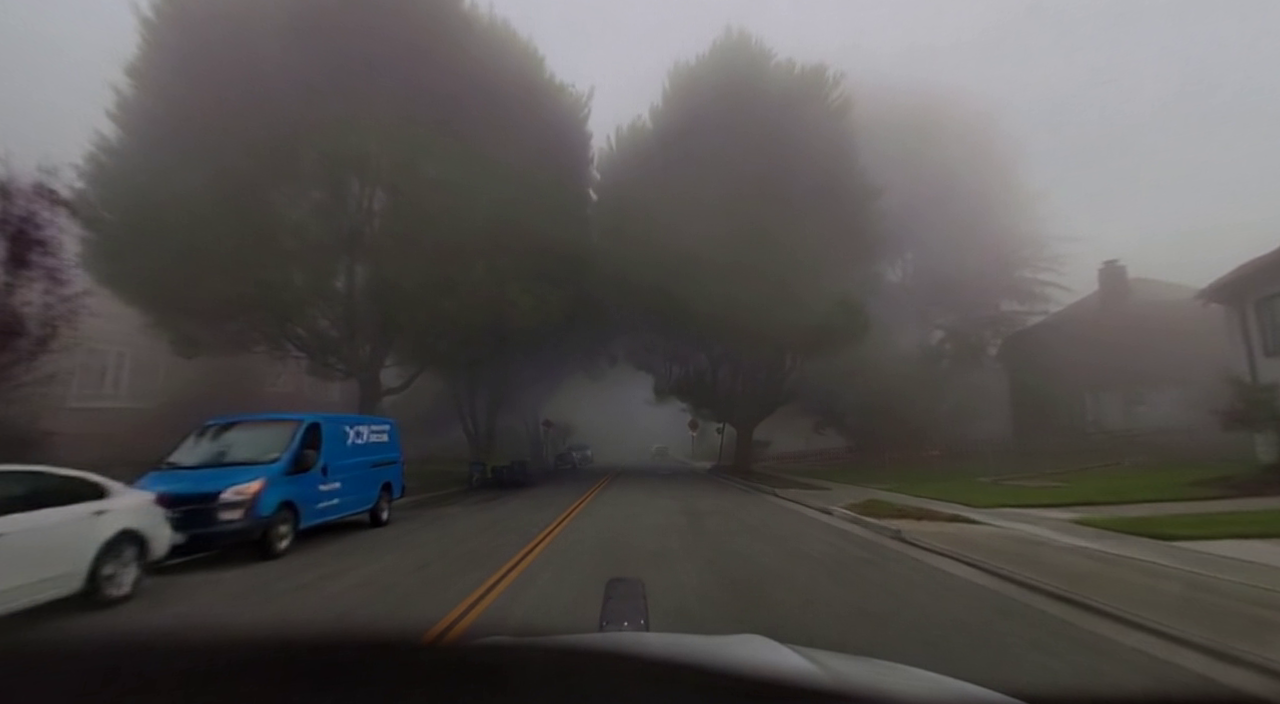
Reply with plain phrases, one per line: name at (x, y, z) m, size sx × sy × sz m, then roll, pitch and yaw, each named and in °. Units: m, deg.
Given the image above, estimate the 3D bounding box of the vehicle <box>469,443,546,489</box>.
vehicle at (-5.021, 4.344, 24.500) m, size 2.038 × 1.571 × 4.524 m, roll 0°, pitch -8°, yaw 0°

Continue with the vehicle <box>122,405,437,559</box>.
vehicle at (-5.640, 2.099, 11.070) m, size 2.315 × 2.008 × 5.343 m, roll 0°, pitch -8°, yaw 0°

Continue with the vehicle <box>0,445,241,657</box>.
vehicle at (-5.620, 1.503, 4.890) m, size 1.909 × 1.517 × 4.580 m, roll 0°, pitch -8°, yaw 2°

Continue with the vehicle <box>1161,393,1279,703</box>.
vehicle at (3.197, 0.643, 0.343) m, size 1.945 × 1.514 × 4.552 m, roll 0°, pitch -8°, yaw 0°
